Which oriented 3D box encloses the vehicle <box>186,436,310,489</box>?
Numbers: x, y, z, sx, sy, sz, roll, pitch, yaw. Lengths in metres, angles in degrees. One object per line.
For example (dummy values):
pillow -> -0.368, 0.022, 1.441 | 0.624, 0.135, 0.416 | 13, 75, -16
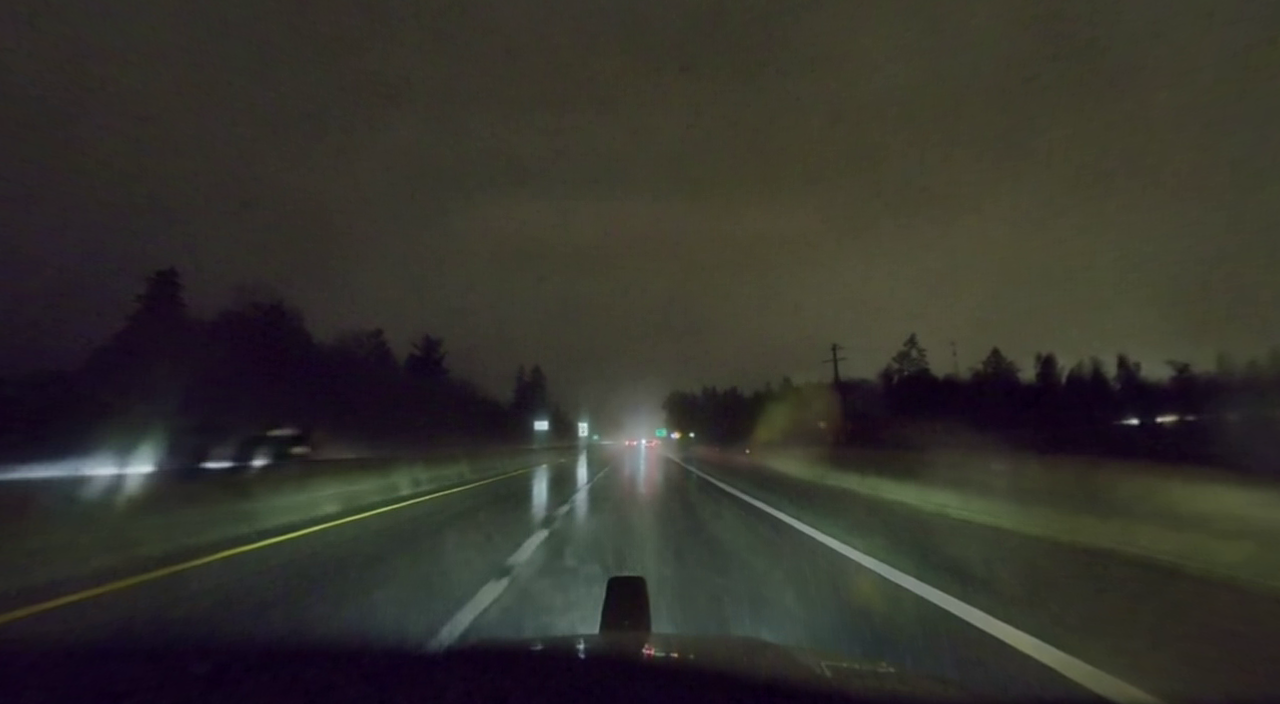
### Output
vehicle -> -13.871, 3.904, 22.558 | 1.855, 1.710, 4.028 | 0, -8, -1
